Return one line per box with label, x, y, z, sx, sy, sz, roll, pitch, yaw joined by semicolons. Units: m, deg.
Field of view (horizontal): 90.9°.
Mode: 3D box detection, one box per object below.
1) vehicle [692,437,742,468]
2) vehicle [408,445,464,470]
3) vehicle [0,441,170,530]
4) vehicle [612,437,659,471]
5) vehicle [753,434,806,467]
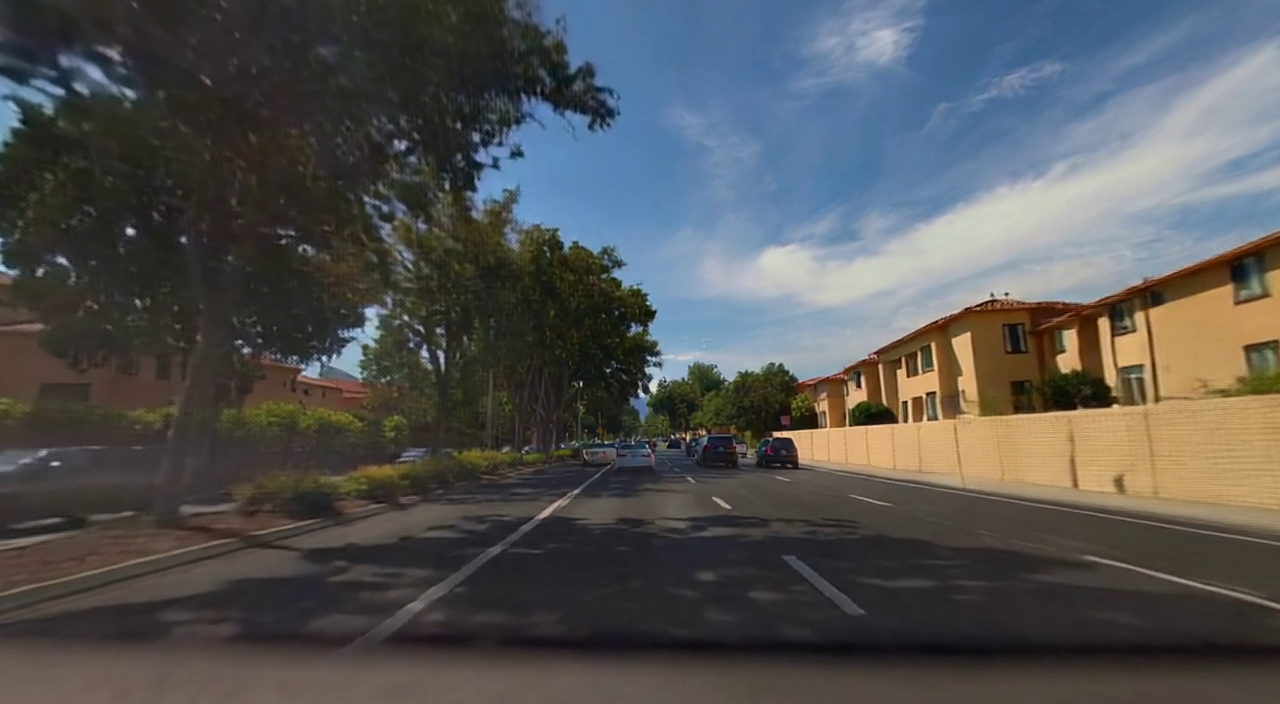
vehicle;3.977;5.254;33.198;2.067;1.514;4.188;0;-8;0
vehicle;-13.340;6.901;41.455;1.990;1.481;4.677;-1;-8;2
vehicle;-13.969;3.029;14.931;2.019;1.778;4.593;0;-8;1
vehicle;-0.162;4.837;30.147;2.102;1.481;3.907;0;-8;1
vehicle;7.681;5.457;35.100;1.972;1.700;4.269;0;-8;0
